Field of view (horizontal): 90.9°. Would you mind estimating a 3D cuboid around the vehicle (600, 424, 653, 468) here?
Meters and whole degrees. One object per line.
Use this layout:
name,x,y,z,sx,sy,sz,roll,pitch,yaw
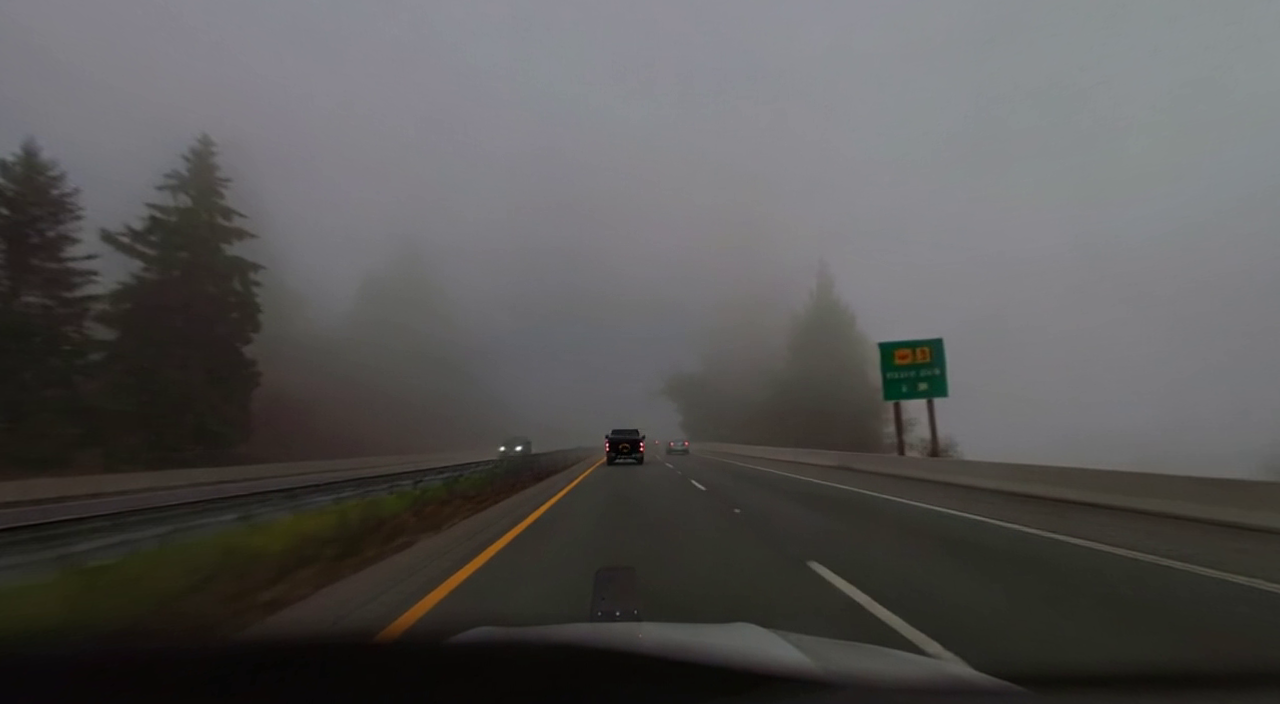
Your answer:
vehicle,-0.692,4.744,32.021,2.503,2.044,4.633,0,-8,-1
